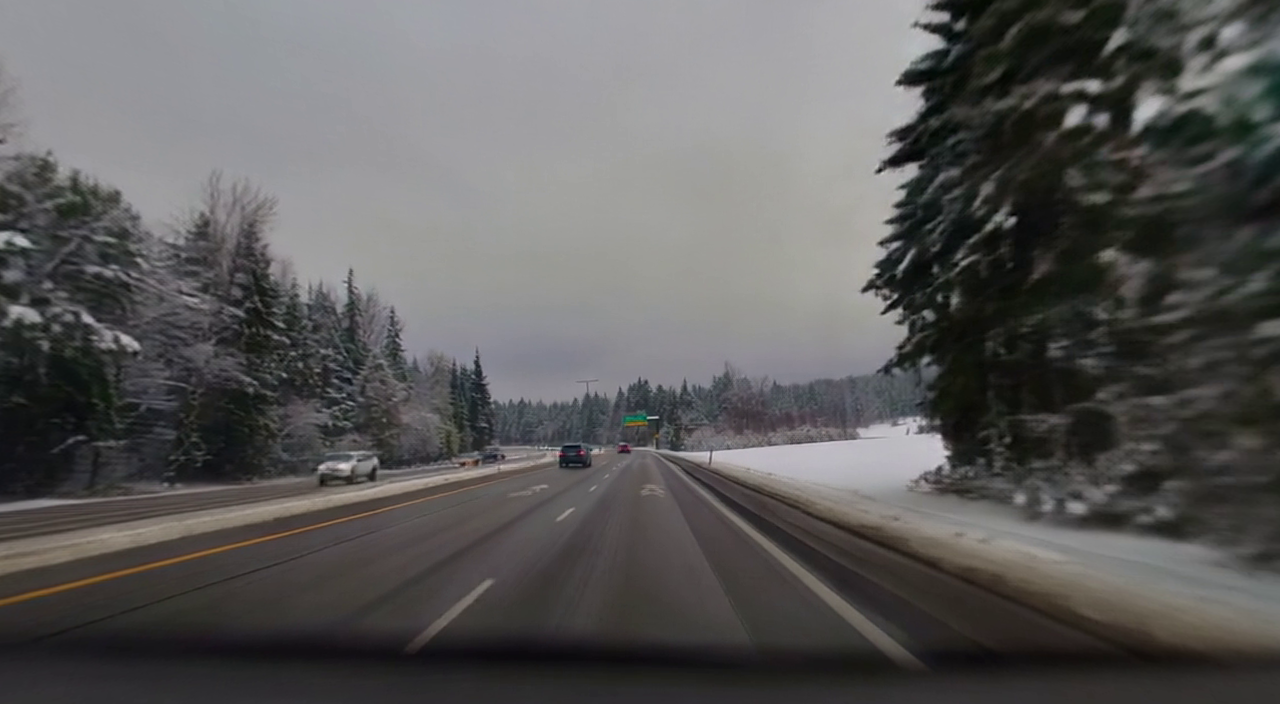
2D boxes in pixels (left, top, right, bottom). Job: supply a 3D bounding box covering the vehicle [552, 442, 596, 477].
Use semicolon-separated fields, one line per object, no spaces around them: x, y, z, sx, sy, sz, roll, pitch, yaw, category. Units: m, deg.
-3.122;5.146;30.288;1.675;1.537;3.574;0;-9;1;vehicle
